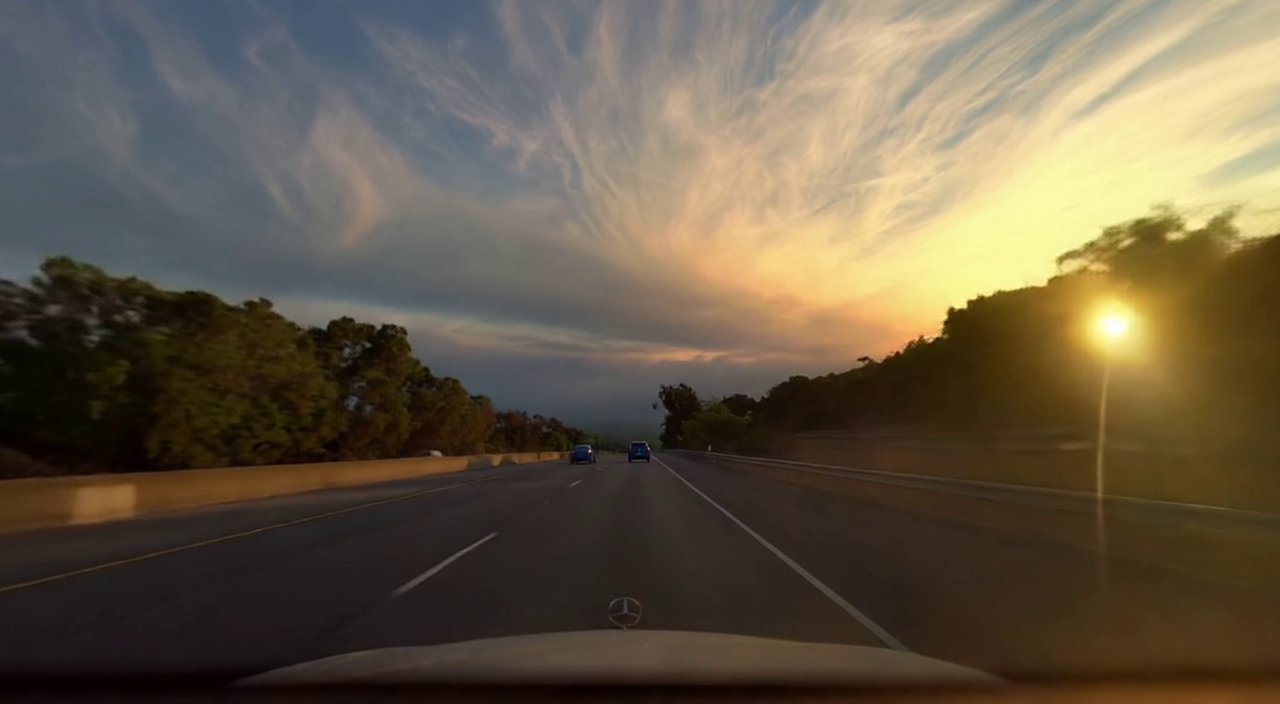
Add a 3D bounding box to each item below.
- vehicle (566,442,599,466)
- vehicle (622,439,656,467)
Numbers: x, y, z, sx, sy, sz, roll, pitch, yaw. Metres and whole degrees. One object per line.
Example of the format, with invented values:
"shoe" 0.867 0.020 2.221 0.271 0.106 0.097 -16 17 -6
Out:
"vehicle" -4.225 7.560 46.834 2.113 1.656 4.215 0 -9 0
"vehicle" -0.086 6.746 42.174 2.126 1.786 3.958 0 -9 -1
